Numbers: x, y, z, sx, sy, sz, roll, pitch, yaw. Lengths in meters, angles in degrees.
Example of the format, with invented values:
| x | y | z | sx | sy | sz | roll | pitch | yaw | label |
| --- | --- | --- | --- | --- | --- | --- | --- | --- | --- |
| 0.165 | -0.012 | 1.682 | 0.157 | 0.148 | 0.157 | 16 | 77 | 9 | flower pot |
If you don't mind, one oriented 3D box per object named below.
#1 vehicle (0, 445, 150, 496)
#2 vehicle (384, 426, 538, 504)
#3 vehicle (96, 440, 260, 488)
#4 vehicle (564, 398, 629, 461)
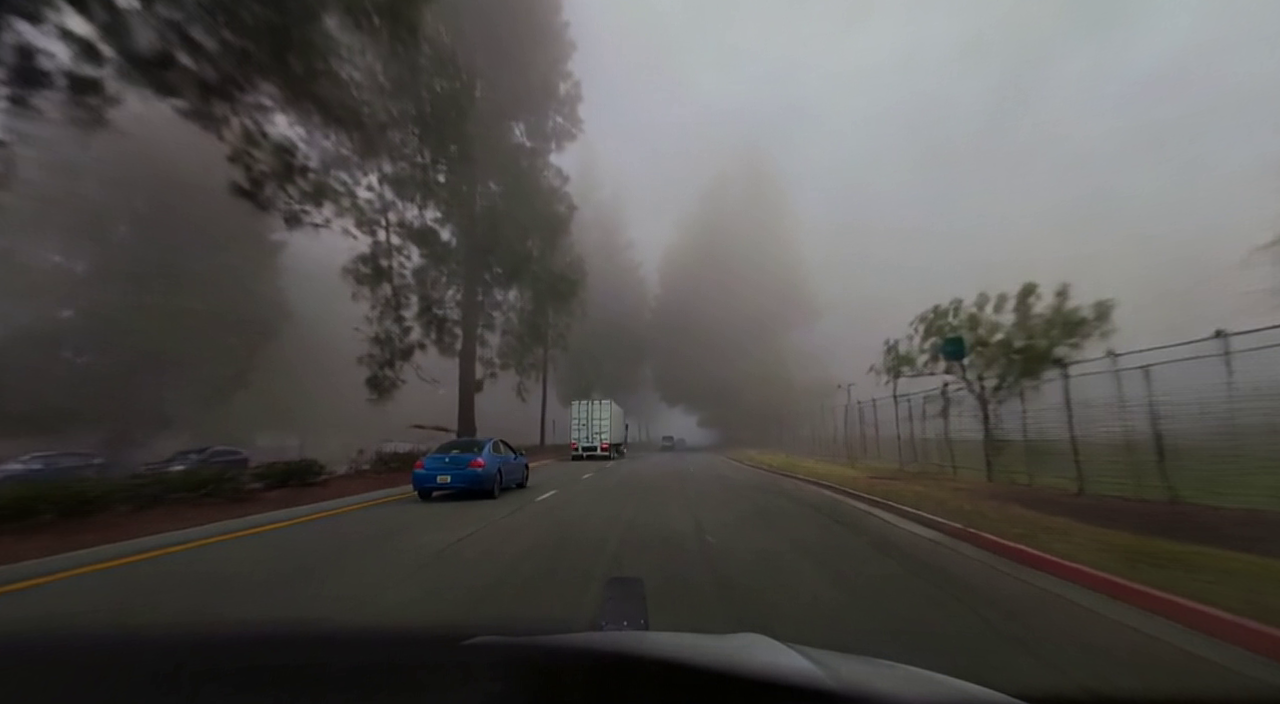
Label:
| x | y | z | sx | sy | sz | roll | pitch | yaw | label |
| --- | --- | --- | --- | --- | --- | --- | --- | --- | --- |
| -18.710 | 3.763 | 20.512 | 1.895 | 1.464 | 4.393 | 0 | -8 | 2 | vehicle |
| -3.753 | 2.465 | 14.172 | 2.005 | 1.462 | 4.345 | -1 | -8 | 3 | vehicle |
| -15.538 | 3.760 | 21.613 | 1.934 | 1.466 | 4.697 | 0 | -8 | 2 | vehicle |
| -2.307 | 4.618 | 36.900 | 2.746 | 3.276 | 8.572 | -1 | -8 | 3 | vehicle |
